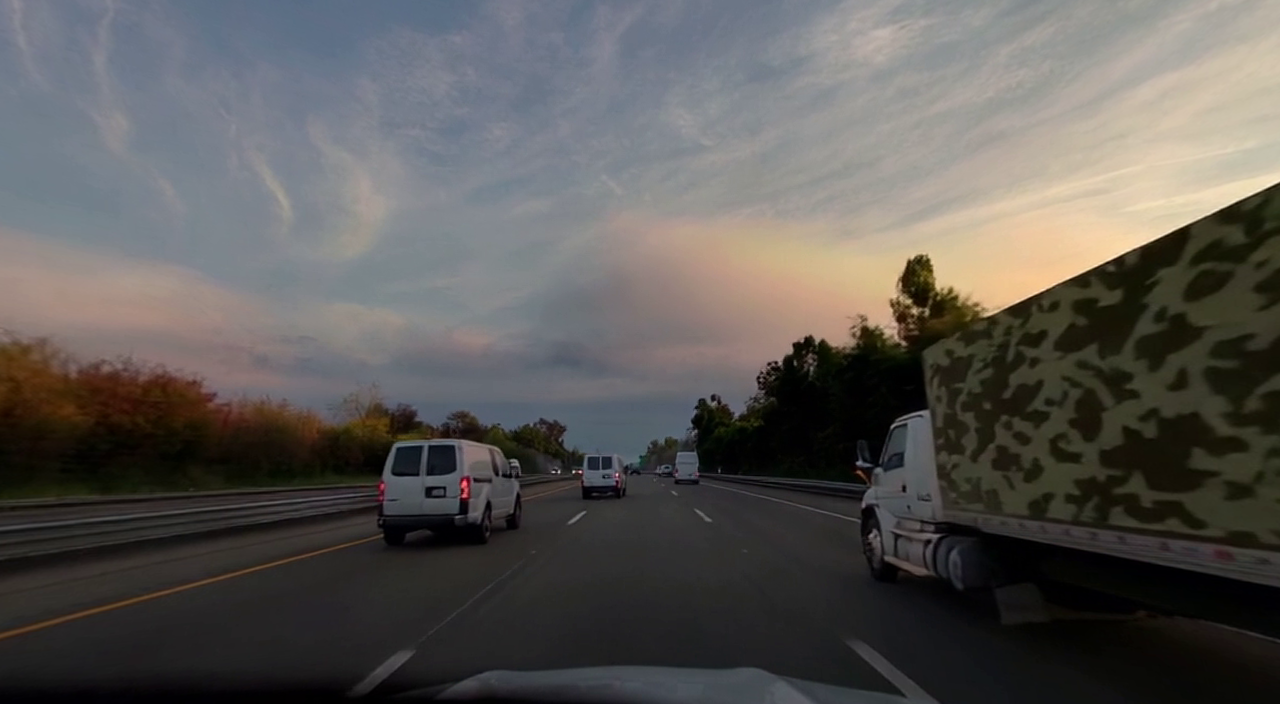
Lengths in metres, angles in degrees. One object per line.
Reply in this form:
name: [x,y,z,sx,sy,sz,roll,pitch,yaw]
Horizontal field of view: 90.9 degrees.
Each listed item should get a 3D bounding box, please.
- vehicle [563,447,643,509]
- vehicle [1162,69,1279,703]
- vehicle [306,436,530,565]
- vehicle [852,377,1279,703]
vehicle: [-1.180,4.515,22.792,2.378,1.930,5.086,0,-11,2]
vehicle: [4.049,-0.056,0.471,2.703,2.988,5.097,1,-11,-1]
vehicle: [-3.356,2.382,10.623,2.124,1.671,4.262,1,-11,1]
vehicle: [3.996,1.520,6.008,2.157,1.840,4.999,1,-11,0]
